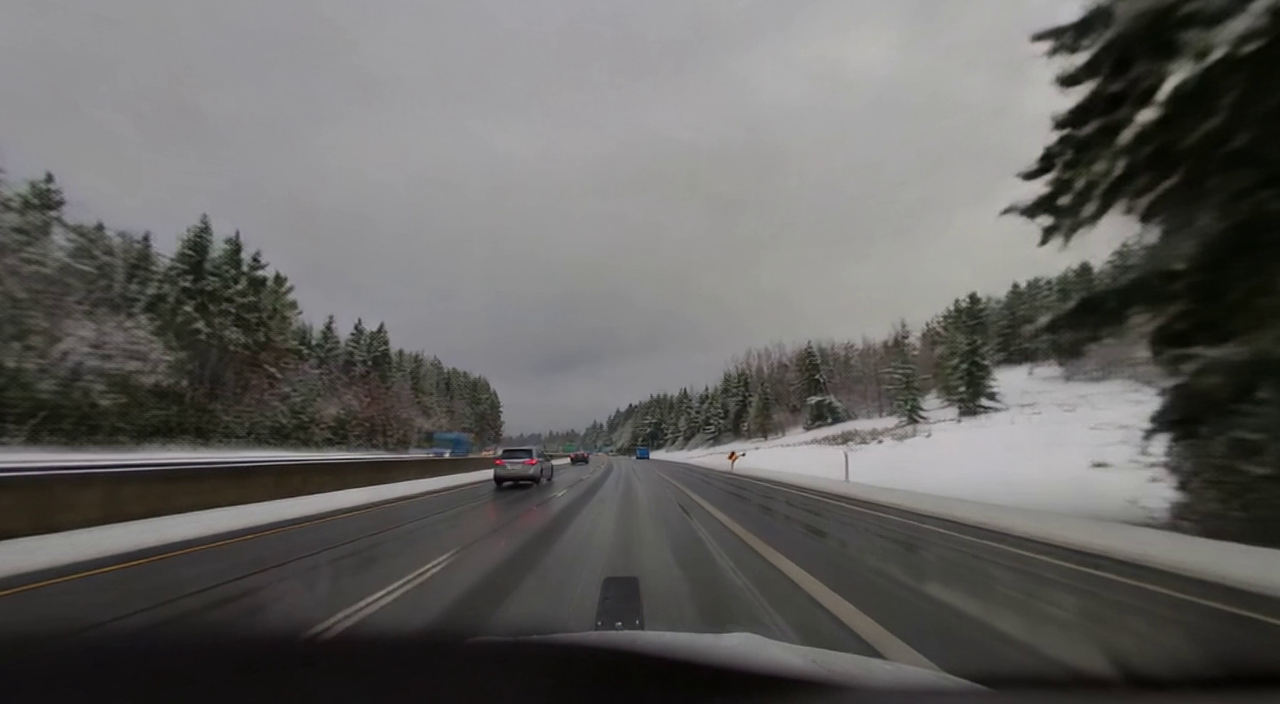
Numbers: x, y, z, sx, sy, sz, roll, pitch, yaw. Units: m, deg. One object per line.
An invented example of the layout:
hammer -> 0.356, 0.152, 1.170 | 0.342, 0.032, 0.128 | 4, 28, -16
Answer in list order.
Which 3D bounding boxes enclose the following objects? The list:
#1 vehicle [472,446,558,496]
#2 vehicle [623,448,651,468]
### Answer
vehicle -> -4.101, 3.963, 21.536 | 1.957, 1.499, 4.965 | 0, -9, 0
vehicle -> -0.277, 8.193, 48.895 | 2.031, 1.483, 3.417 | 0, -9, -2
